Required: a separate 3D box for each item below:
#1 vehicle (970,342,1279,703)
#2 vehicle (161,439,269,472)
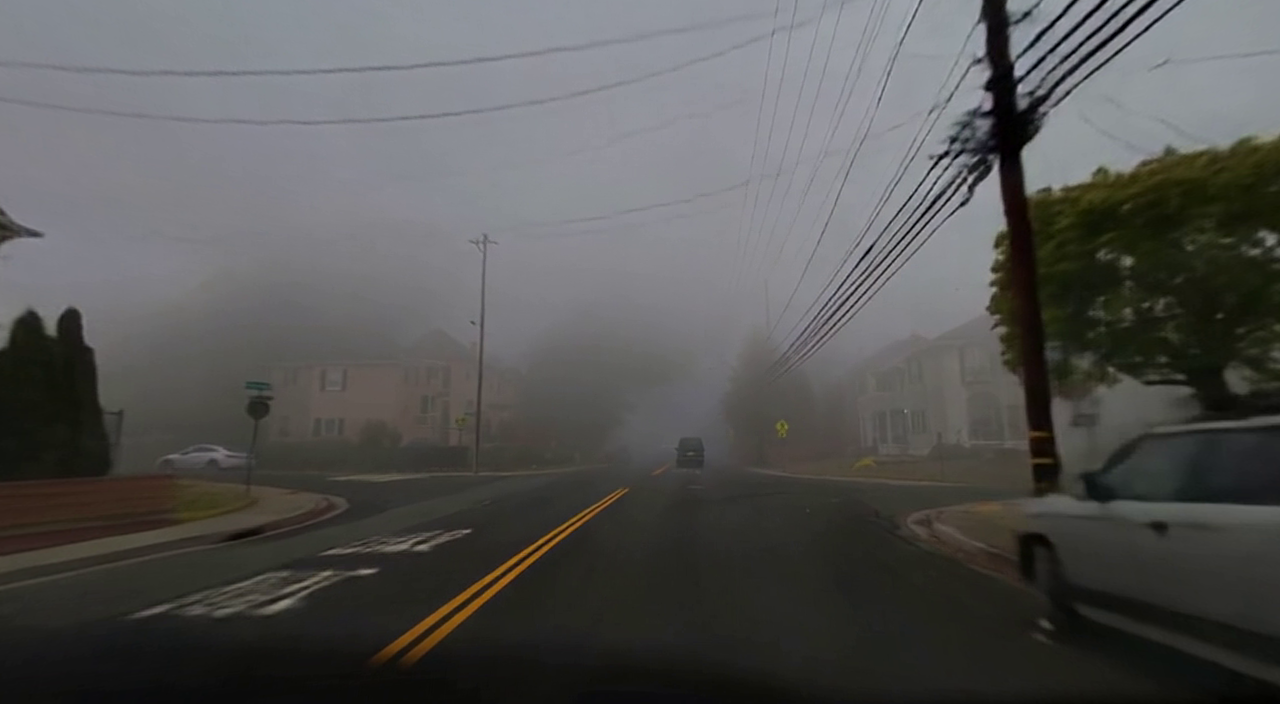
[{"bbox_3d":[3.852,0.954,3.191,2.070,1.847,4.457,0,-8,2],"label":"vehicle"},{"bbox_3d":[-21.077,5.139,31.424,3.918,1.577,1.972,0,-8,1],"label":"vehicle"}]
